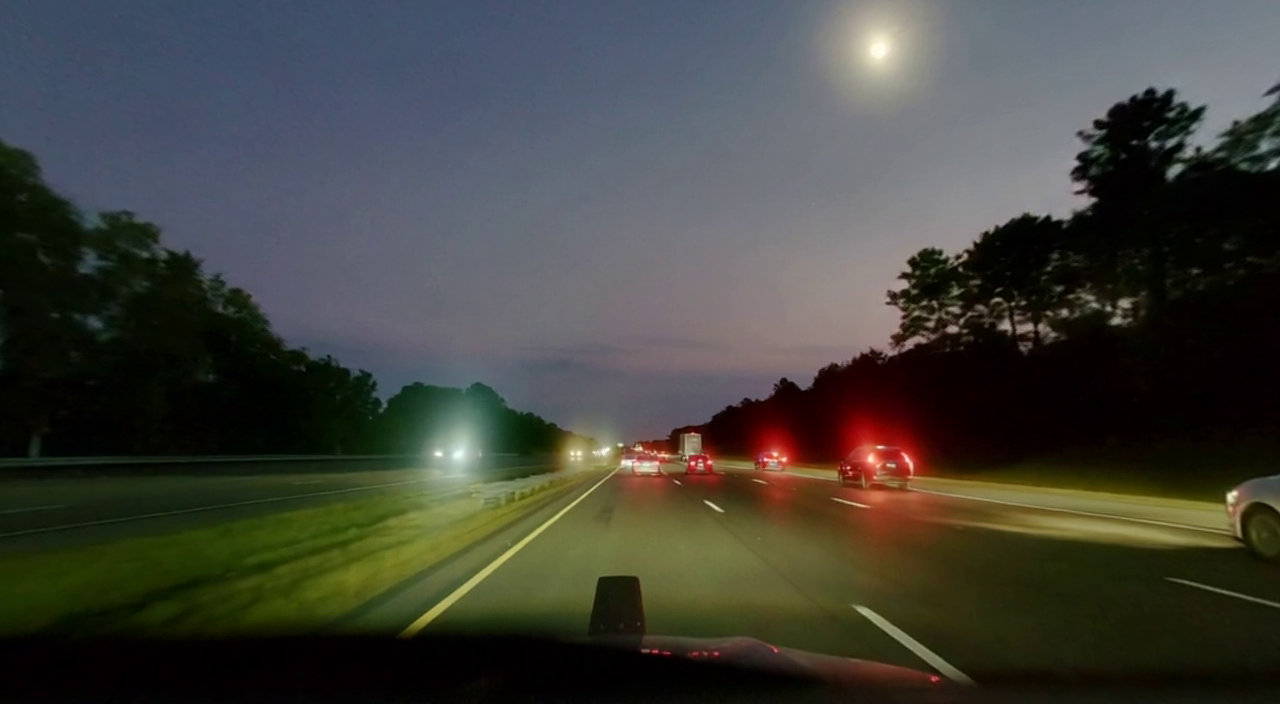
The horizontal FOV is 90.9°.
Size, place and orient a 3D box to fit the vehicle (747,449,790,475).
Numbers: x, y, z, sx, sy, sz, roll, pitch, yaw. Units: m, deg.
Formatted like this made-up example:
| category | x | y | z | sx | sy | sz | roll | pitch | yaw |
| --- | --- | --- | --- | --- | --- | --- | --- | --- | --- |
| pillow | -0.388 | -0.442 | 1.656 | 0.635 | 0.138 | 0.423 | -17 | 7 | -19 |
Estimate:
| category | x | y | z | sx | sy | sz | roll | pitch | yaw |
| --- | --- | --- | --- | --- | --- | --- | --- | --- | --- |
| vehicle | 8.414 | 7.209 | 41.516 | 1.957 | 1.594 | 3.632 | 0 | -9 | -2 |

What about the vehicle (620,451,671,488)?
| category | x | y | z | sx | sy | sz | roll | pitch | yaw |
| --- | --- | --- | --- | --- | --- | --- | --- | --- | --- |
| vehicle | 0.188 | 4.917 | 26.723 | 2.020 | 1.426 | 3.702 | 0 | -9 | -1 |

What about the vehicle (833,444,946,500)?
| category | x | y | z | sx | sy | sz | roll | pitch | yaw |
| --- | --- | --- | --- | --- | --- | --- | --- | --- | --- |
| vehicle | 7.548 | 3.648 | 19.497 | 1.847 | 1.554 | 3.752 | 0 | -9 | -1 |

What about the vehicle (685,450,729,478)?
| category | x | y | z | sx | sy | sz | roll | pitch | yaw |
| --- | --- | --- | --- | --- | --- | --- | --- | --- | --- |
| vehicle | 3.837 | 6.462 | 36.691 | 1.981 | 1.518 | 4.029 | 0 | -9 | -2 |

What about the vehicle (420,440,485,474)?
| category | x | y | z | sx | sy | sz | roll | pitch | yaw |
| --- | --- | --- | --- | --- | --- | --- | --- | --- | --- |
| vehicle | -9.518 | 5.379 | 32.298 | 2.015 | 1.592 | 4.220 | 0 | -9 | 0 |
